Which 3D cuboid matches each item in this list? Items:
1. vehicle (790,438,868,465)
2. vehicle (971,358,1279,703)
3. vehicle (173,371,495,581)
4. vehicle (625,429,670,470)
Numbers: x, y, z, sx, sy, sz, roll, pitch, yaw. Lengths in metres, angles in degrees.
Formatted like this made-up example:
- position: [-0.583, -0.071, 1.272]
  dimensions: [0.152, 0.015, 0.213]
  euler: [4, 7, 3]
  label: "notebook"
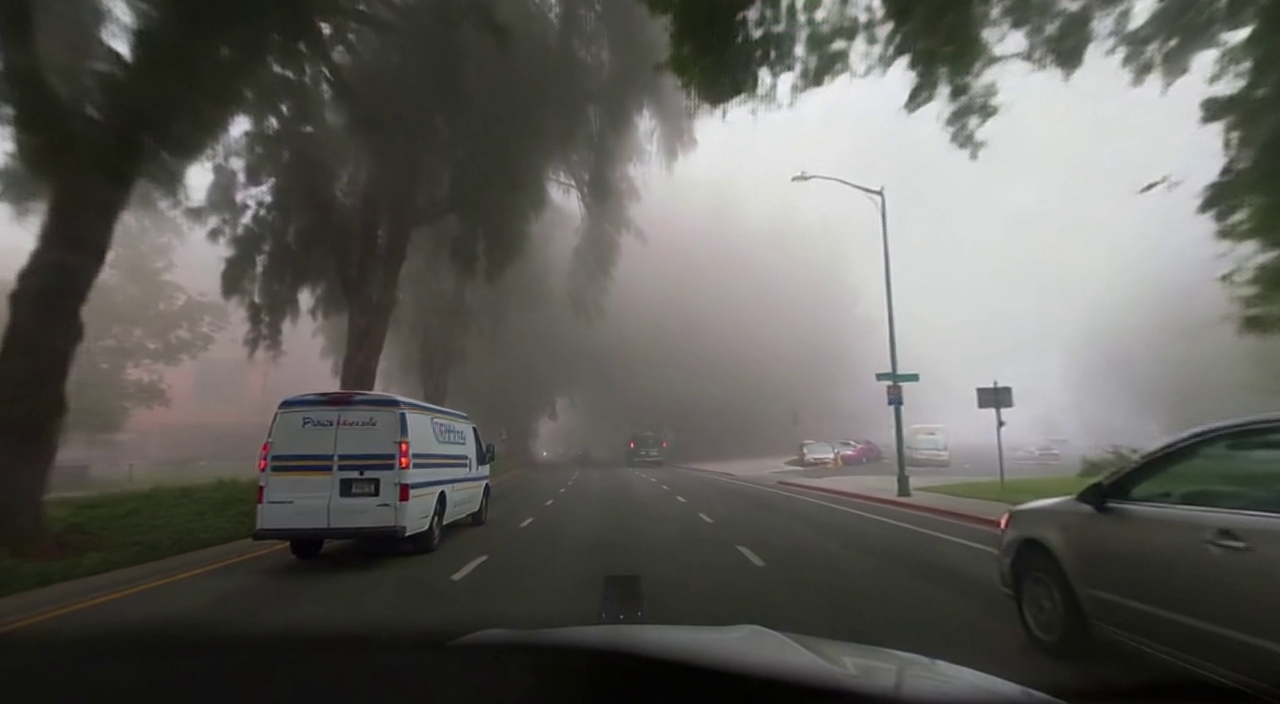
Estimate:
- position: [11.838, 6.280, 39.790]
  dimensions: [4.117, 1.627, 2.086]
  euler: [1, -9, -6]
  label: "vehicle"
- position: [3.587, 0.837, 2.353]
  dimensions: [2.087, 1.658, 4.612]
  euler: [0, -9, -1]
  label: "vehicle"
- position: [-3.778, 1.674, 9.080]
  dimensions: [2.420, 2.227, 4.499]
  euler: [0, -9, -2]
  label: "vehicle"
- position: [0.438, 6.636, 42.766]
  dimensions: [2.397, 2.566, 5.324]
  euler: [1, -9, -6]
  label: "vehicle"
